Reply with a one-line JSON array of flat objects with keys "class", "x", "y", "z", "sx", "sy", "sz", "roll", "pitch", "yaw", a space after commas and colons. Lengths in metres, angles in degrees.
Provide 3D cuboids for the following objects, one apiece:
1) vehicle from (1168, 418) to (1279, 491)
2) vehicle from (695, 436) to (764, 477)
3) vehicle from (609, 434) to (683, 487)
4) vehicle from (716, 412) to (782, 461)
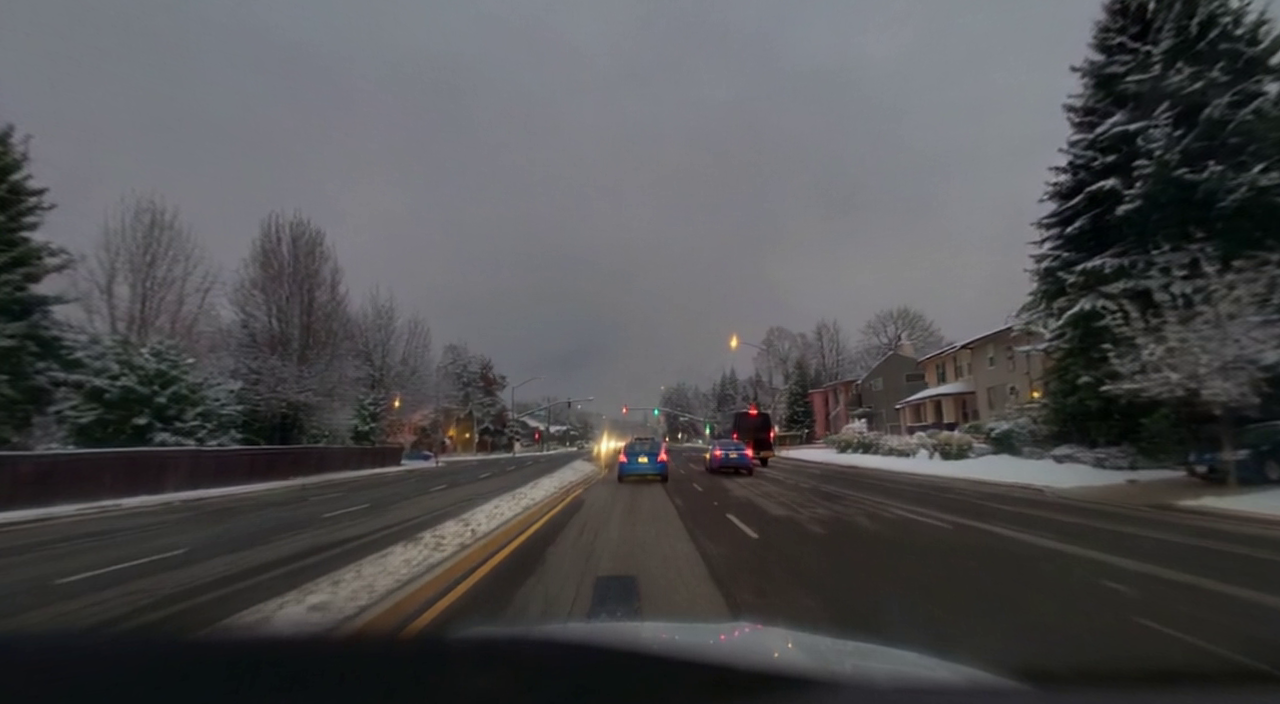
[{"class": "vehicle", "x": 15.217, "y": 2.325, "z": 14.513, "sx": 4.456, "sy": 1.520, "sz": 1.911, "roll": 0, "pitch": -9, "yaw": -3}, {"class": "vehicle", "x": 3.555, "y": 4.261, "z": 26.042, "sx": 2.161, "sy": 1.519, "sz": 4.568, "roll": 0, "pitch": -9, "yaw": 0}, {"class": "vehicle", "x": 0.174, "y": 3.391, "z": 19.996, "sx": 2.093, "sy": 1.497, "sz": 4.010, "roll": 0, "pitch": -9, "yaw": 0}, {"class": "vehicle", "x": 7.891, "y": 6.476, "z": 47.725, "sx": 2.940, "sy": 3.202, "sz": 12.480, "roll": 0, "pitch": -9, "yaw": 1}]
